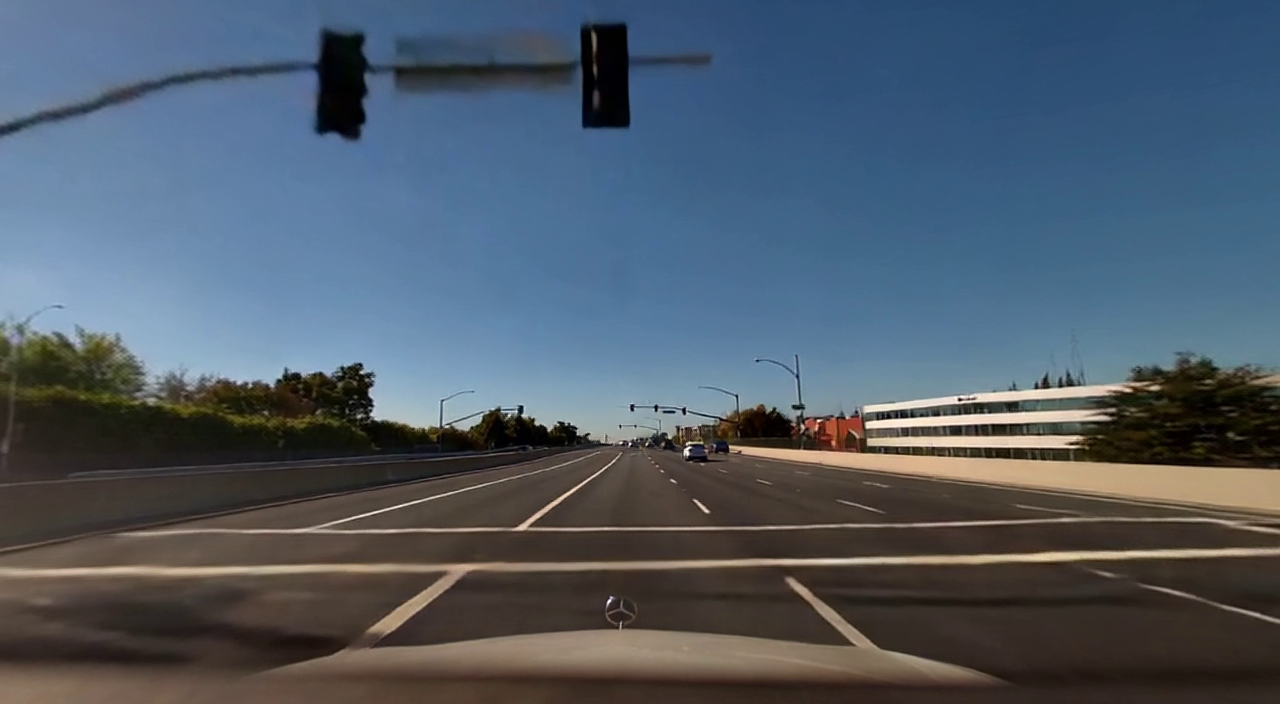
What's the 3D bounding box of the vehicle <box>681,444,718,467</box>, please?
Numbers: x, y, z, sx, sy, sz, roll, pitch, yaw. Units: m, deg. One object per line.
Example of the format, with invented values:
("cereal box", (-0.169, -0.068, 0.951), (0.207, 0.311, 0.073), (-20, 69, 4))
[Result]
("vehicle", (4.145, 7.305, 44.803), (2.187, 1.475, 4.529), (0, -8, -1))
